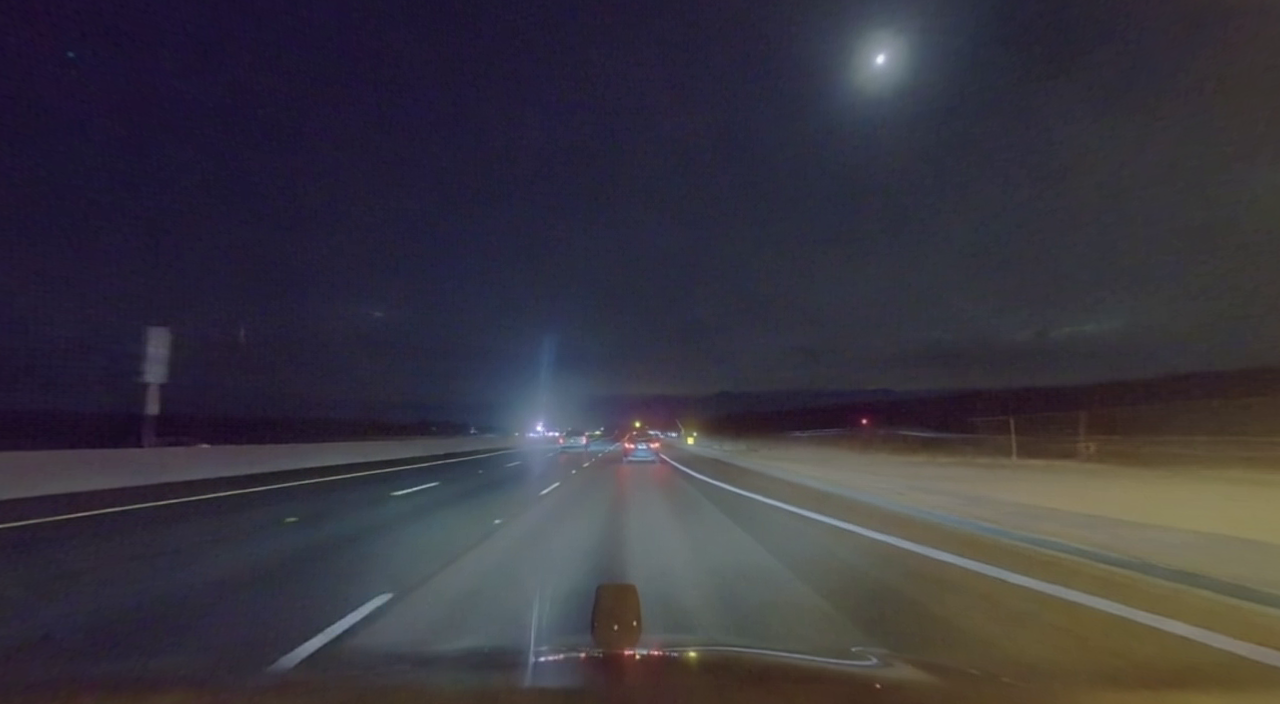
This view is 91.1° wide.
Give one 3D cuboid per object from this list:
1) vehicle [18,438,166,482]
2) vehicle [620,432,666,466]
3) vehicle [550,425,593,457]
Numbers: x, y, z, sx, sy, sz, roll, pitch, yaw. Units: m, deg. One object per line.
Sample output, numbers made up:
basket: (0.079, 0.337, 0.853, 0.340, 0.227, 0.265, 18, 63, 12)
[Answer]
vehicle: (-20.645, 4.048, 23.965, 1.883, 1.501, 4.155, 0, -8, -1)
vehicle: (0.083, 4.530, 29.539, 1.948, 1.470, 3.913, 0, -8, -3)
vehicle: (-4.380, 5.801, 41.081, 2.251, 1.938, 4.708, 0, -8, 0)
